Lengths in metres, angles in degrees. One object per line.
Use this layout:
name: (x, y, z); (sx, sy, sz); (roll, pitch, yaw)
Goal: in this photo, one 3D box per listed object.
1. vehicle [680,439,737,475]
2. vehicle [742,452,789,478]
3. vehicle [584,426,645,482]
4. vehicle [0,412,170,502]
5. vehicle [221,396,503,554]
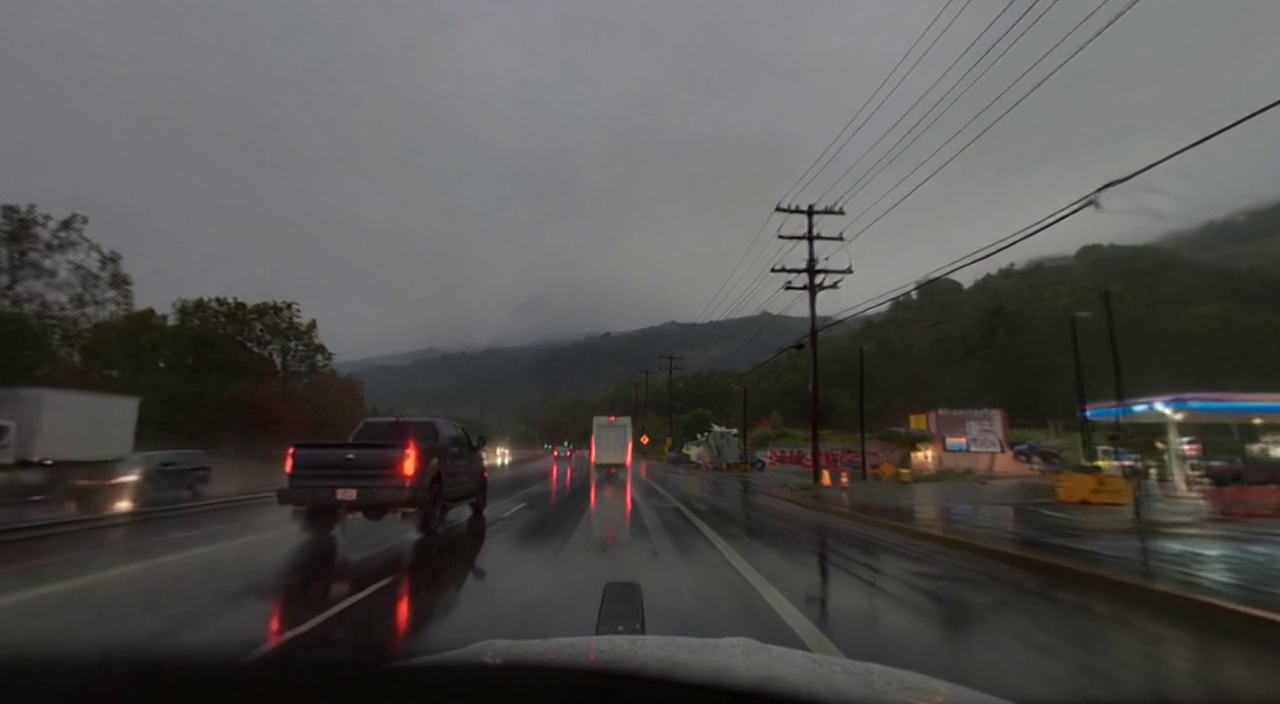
vehicle: (4.496, 7.061, 42.825); (2.706, 2.199, 6.527); (1, -9, -5)
vehicle: (7.950, 7.190, 40.377); (1.933, 1.480, 4.249); (2, -10, -3)
vehicle: (-1.185, 4.587, 28.597); (2.486, 2.280, 5.291); (0, -9, -3)
vehicle: (-17.638, 2.996, 18.059); (2.787, 2.255, 7.350); (-1, -9, 0)
vehicle: (-4.167, 1.994, 10.981); (2.345, 2.012, 5.693); (0, -9, -1)
